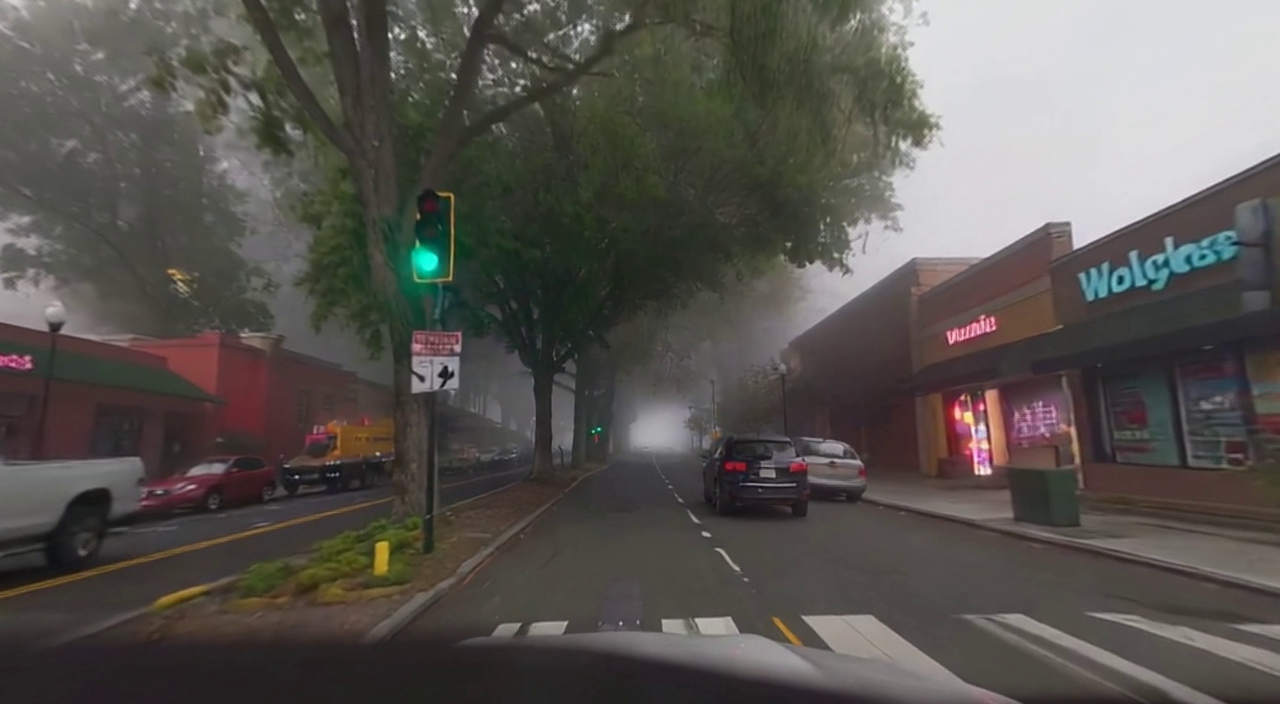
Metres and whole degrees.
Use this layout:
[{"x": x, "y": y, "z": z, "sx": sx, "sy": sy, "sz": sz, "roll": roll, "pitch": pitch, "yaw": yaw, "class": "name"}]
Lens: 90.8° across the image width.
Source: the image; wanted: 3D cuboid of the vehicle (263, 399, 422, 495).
[{"x": -11.165, "y": 3.944, "z": 24.688, "sx": 2.874, "sy": 3.047, "sz": 6.719, "roll": -3, "pitch": -13, "yaw": 0, "class": "vehicle"}]

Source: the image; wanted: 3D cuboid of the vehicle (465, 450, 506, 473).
[{"x": -11.431, "y": 8.135, "z": 46.987, "sx": 1.943, "sy": 1.556, "sz": 4.497, "roll": 0, "pitch": -8, "yaw": 0, "class": "vehicle"}]

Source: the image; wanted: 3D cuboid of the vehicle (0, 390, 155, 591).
[{"x": -8.698, "y": 1.517, "z": 6.658, "sx": 2.489, "sy": 2.323, "sz": 5.843, "roll": 0, "pitch": -8, "yaw": 0, "class": "vehicle"}]

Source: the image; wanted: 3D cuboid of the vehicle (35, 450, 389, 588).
[{"x": -5.598, "y": 2.185, "z": 9.238, "sx": 1.983, "sy": 1.438, "sz": 4.559, "roll": 0, "pitch": -8, "yaw": 0, "class": "vehicle"}]

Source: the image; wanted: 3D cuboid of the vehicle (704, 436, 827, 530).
[{"x": 2.398, "y": 2.554, "z": 12.786, "sx": 1.822, "sy": 1.654, "sz": 2.794, "roll": 0, "pitch": -8, "yaw": -2, "class": "vehicle"}]
